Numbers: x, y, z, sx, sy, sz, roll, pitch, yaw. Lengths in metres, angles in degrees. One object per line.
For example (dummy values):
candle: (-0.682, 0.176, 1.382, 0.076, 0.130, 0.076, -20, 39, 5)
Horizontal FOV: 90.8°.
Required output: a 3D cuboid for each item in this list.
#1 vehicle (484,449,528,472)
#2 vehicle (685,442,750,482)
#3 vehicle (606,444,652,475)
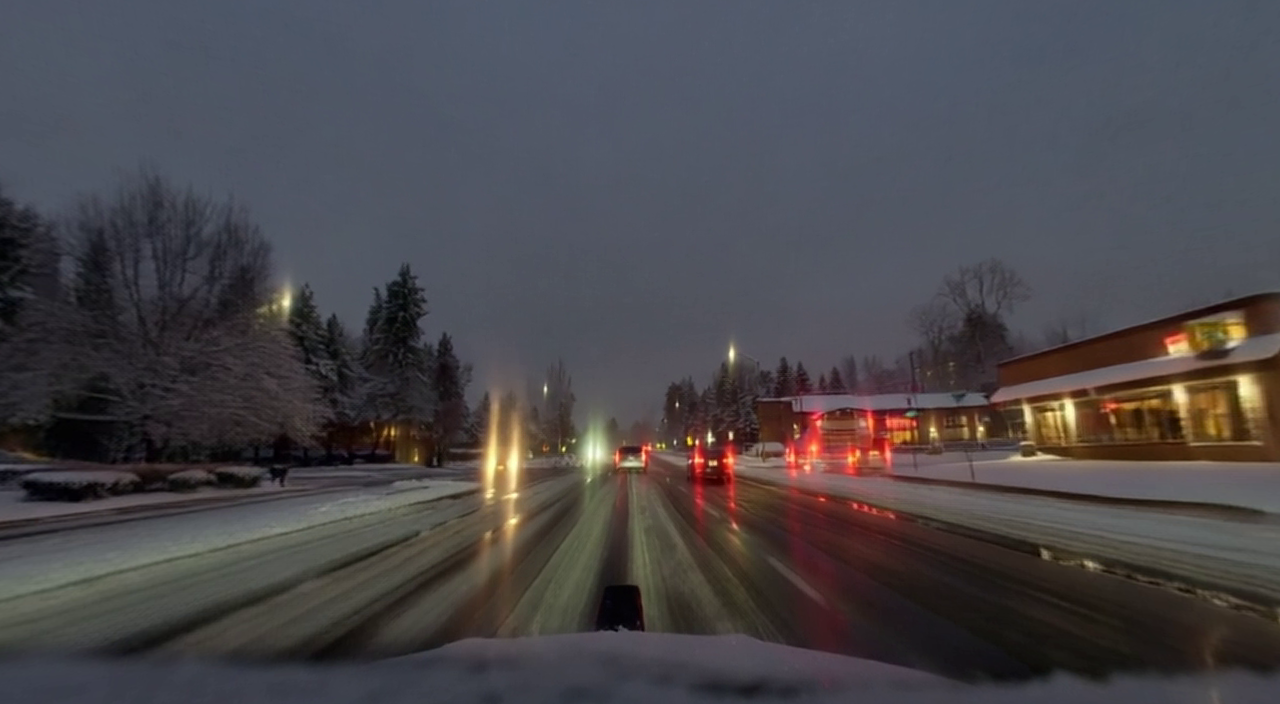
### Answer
vehicle: (-9.608, 7.798, 45.674, 2.140, 1.549, 4.590, 0, -8, 1)
vehicle: (3.101, 4.528, 26.294, 2.057, 1.491, 4.675, 0, -8, -1)
vehicle: (-0.500, 5.516, 32.722, 2.242, 1.474, 4.127, 0, -8, 0)
